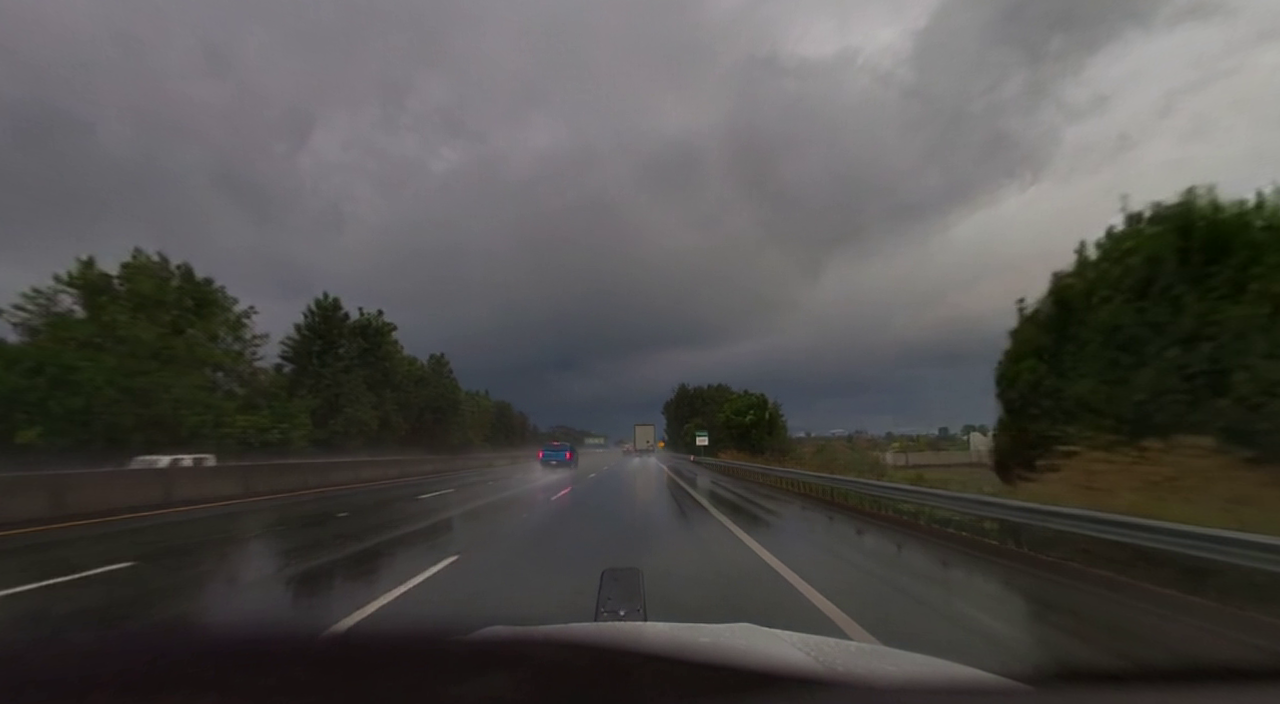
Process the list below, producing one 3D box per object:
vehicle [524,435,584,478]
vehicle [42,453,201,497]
[{"bbox_3d":[-4.063,5.081,30.715,2.124,1.888,5.226,0,-9,0],"label":"vehicle"},{"bbox_3d":[-20.764,4.921,25.652,1.868,1.549,5.416,0,-9,0],"label":"vehicle"}]
